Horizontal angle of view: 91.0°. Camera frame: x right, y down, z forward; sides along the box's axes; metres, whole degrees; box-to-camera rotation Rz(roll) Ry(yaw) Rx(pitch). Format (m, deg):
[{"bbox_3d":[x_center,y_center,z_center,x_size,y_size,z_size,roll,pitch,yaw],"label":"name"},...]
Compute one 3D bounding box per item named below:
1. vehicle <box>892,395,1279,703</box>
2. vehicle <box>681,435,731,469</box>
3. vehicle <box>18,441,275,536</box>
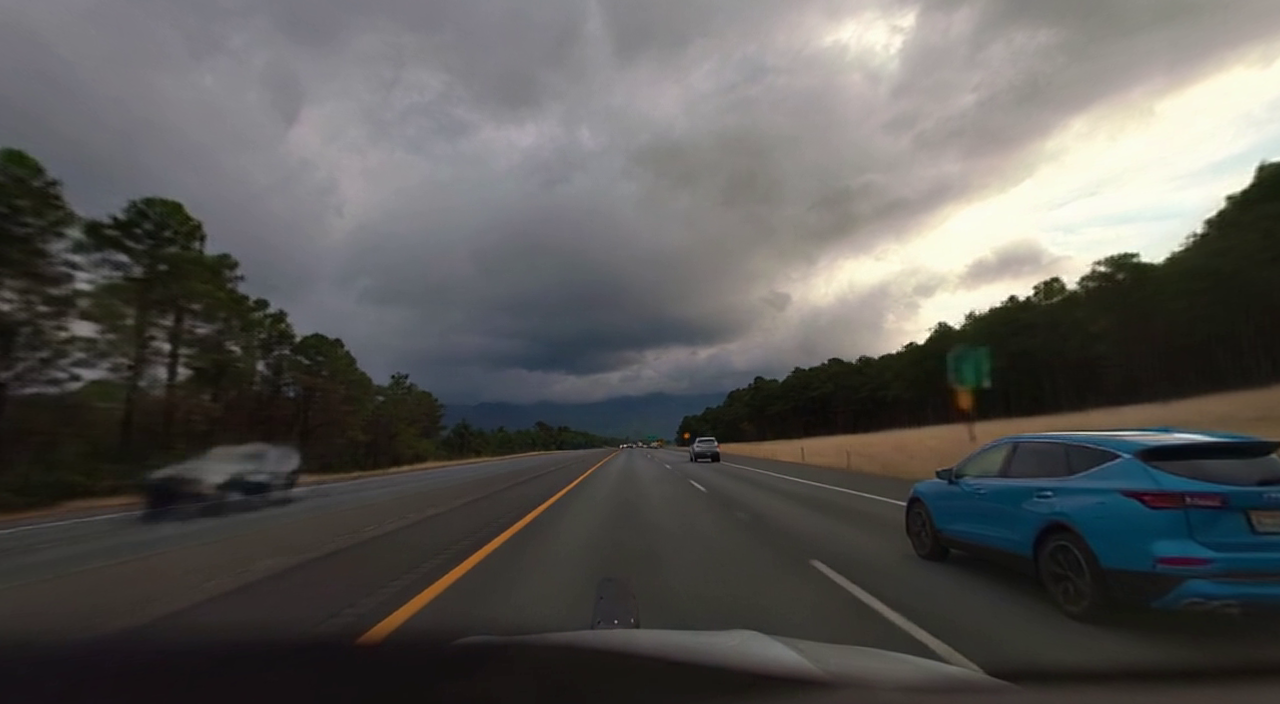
[{"bbox_3d":[3.828,1.216,4.764,1.999,1.501,4.221,0,-8,-1],"label":"vehicle"},{"bbox_3d":[3.435,5.265,33.471,2.043,1.673,4.016,0,-8,-2],"label":"vehicle"},{"bbox_3d":[-10.983,3.003,14.627,2.323,1.799,4.546,0,-8,-1],"label":"vehicle"}]
